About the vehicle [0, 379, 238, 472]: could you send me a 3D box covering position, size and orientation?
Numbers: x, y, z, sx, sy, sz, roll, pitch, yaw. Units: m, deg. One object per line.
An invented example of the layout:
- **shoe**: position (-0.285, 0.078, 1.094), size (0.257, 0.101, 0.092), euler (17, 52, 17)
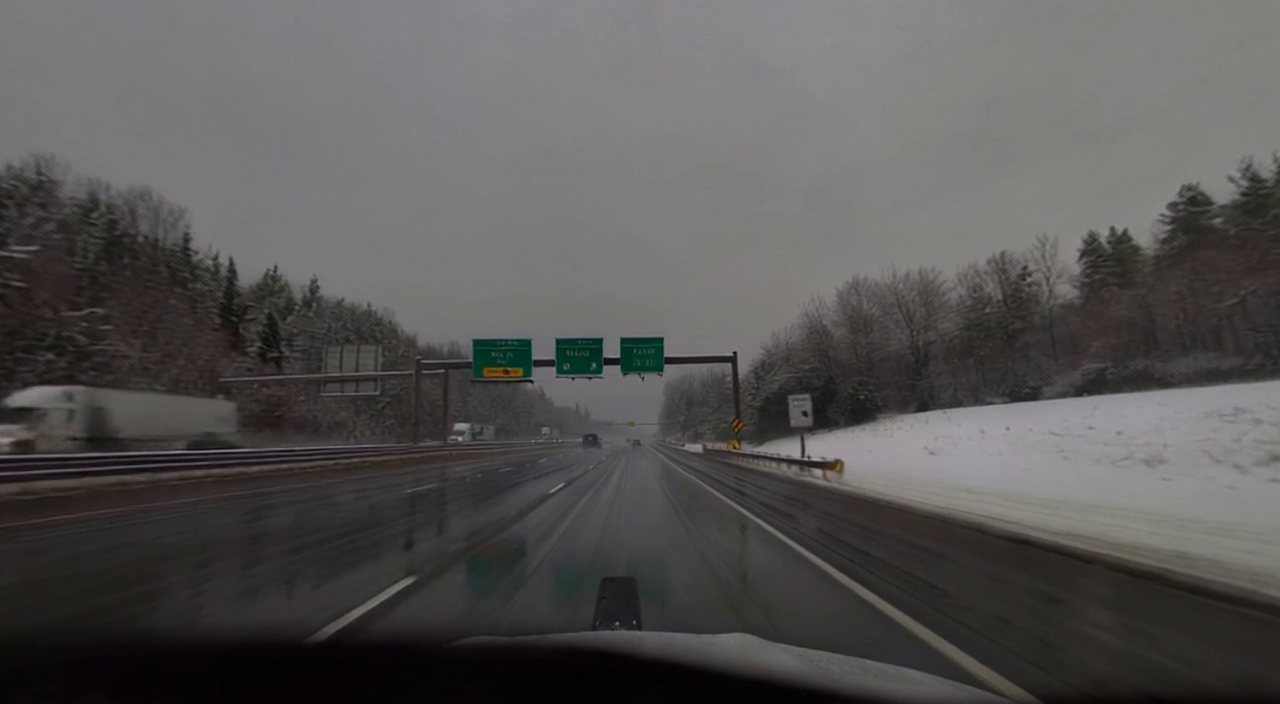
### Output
- **vehicle**: position (-28.474, 4.201, 34.909), size (2.947, 4.109, 14.168), euler (0, -8, 0)

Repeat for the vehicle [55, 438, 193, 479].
- **vehicle**: position (-20.751, 4.263, 25.563), size (1.861, 1.481, 4.380), euler (0, -8, 0)
